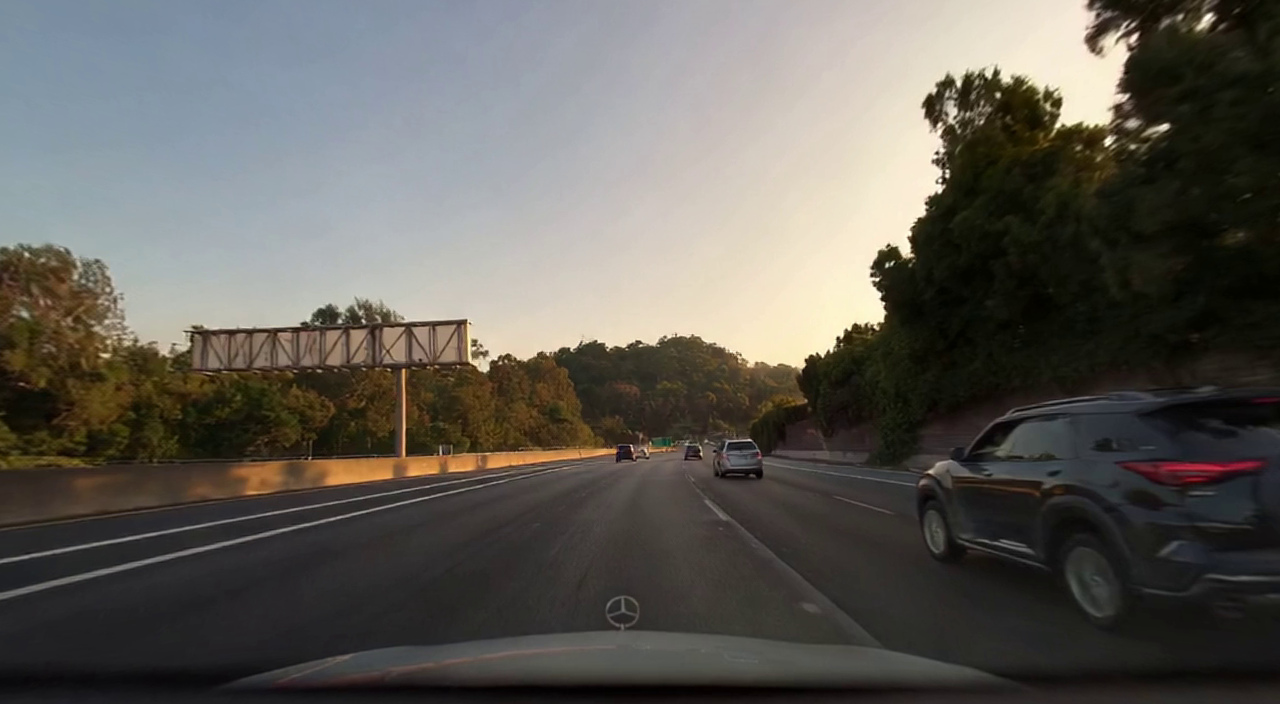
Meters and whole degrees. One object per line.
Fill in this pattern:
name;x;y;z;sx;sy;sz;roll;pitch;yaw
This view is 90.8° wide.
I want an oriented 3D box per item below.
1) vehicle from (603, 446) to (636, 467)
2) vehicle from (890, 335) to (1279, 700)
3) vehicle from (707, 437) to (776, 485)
vehicle;-1.470;7.703;46.709;1.972;1.444;4.191;-1;-9;4
vehicle;4.131;1.162;5.459;2.165;1.881;4.274;0;-9;0
vehicle;3.952;4.343;25.473;2.075;1.743;4.410;0;-9;0
